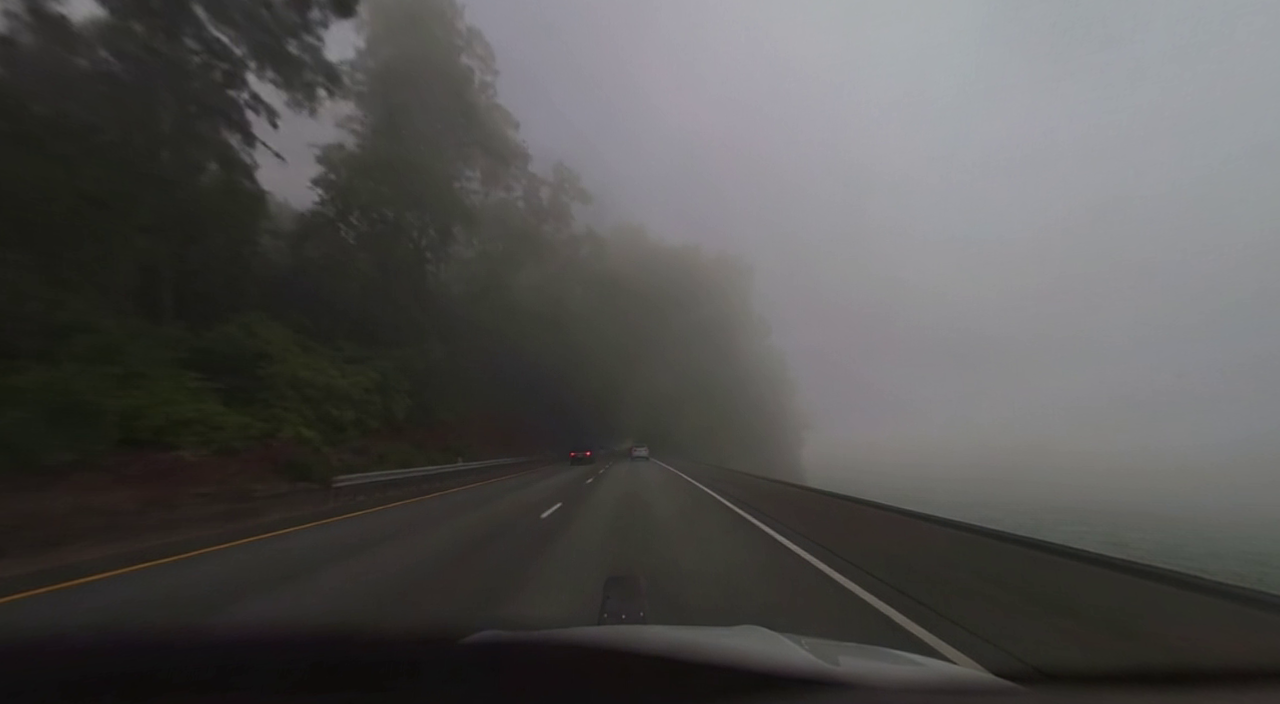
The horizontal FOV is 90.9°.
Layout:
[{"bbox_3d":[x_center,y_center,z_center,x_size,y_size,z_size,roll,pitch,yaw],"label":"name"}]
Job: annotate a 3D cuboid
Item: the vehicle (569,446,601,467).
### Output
[{"bbox_3d":[-4.177,8.055,48.571,2.112,1.498,4.117,0,-9,0],"label":"vehicle"}]
